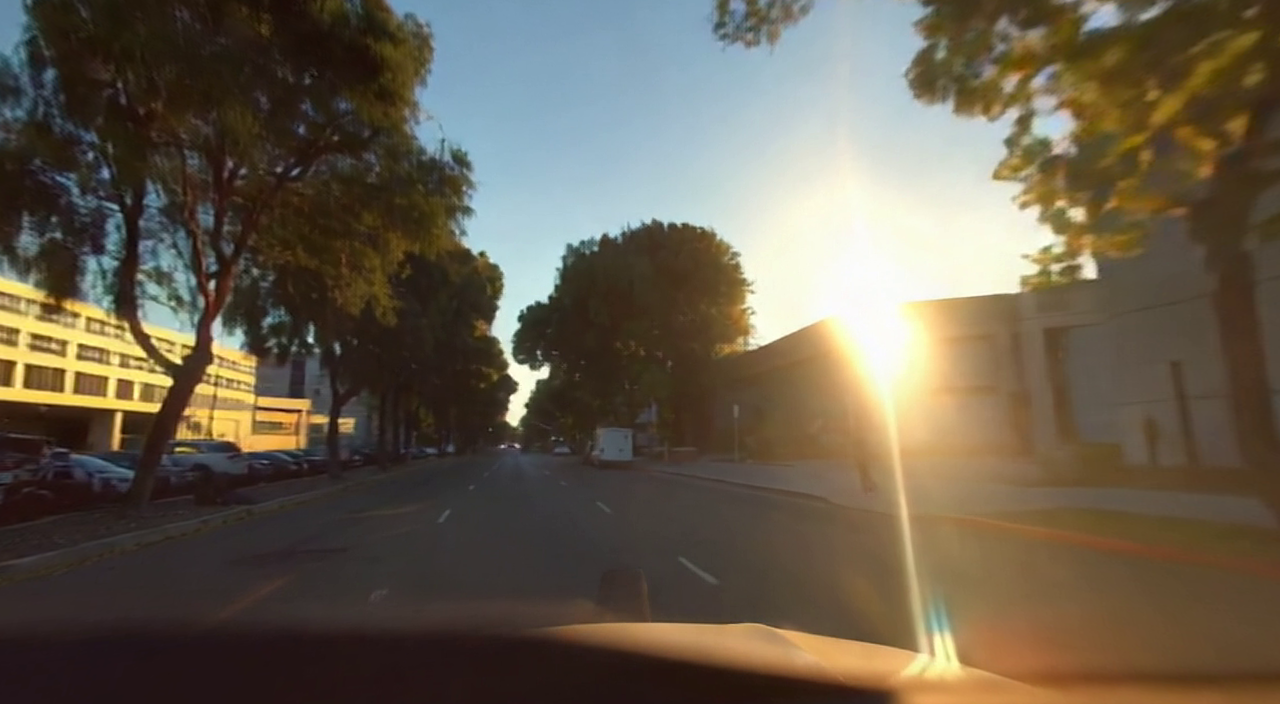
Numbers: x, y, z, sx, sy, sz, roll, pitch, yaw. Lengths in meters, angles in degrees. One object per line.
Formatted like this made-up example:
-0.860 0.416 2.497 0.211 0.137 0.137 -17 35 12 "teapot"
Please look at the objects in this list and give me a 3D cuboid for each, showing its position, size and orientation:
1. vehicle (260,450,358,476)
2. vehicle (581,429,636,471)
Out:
-21.889 7.353 41.941 5.269 1.491 2.133 1 -8 -10 "vehicle"
-2.142 6.307 40.879 2.596 2.509 6.178 1 -8 -12 "vehicle"
